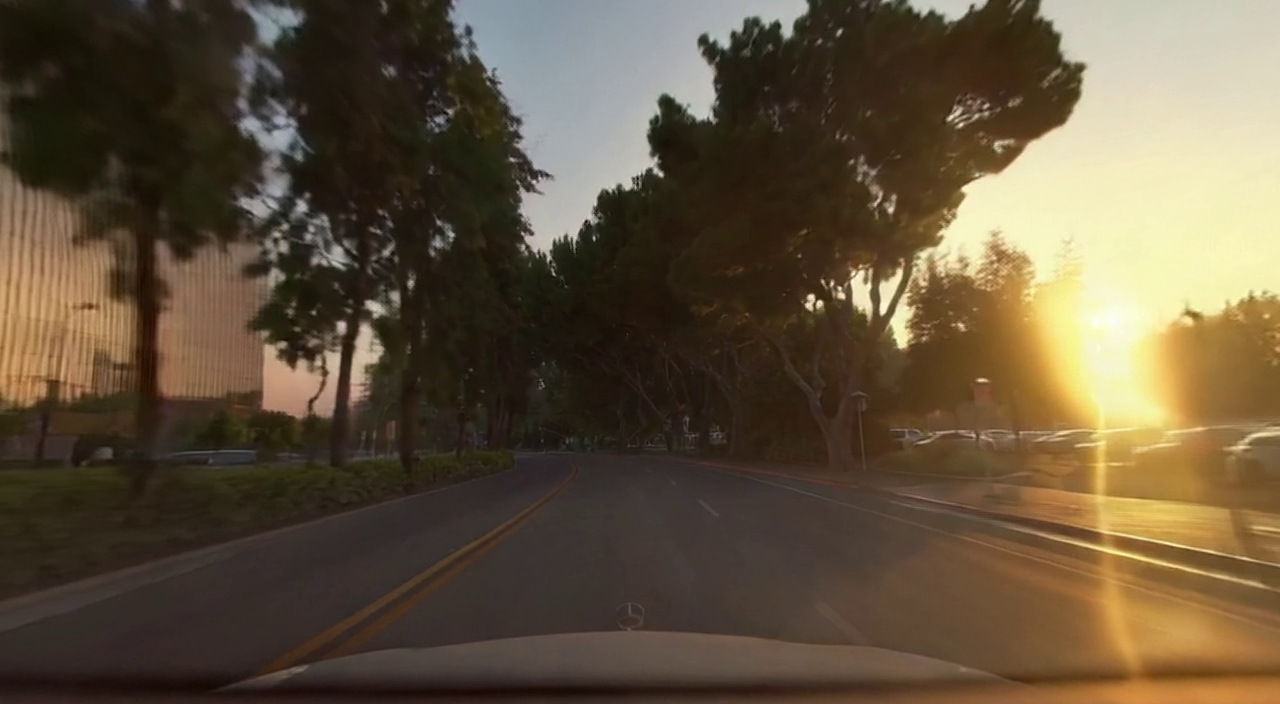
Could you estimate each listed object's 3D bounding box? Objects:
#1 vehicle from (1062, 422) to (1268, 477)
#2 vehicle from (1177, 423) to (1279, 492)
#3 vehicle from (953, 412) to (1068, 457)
[{"bbox_3d":[15.643,2.915,18.968,4.526,1.517,1.979,0,-9,-4],"label":"vehicle"},{"bbox_3d":[15.658,2.449,14.834,4.251,1.479,2.038,0,-9,-4],"label":"vehicle"},{"bbox_3d":[15.150,3.405,25.881,3.595,1.749,1.726,1,-9,-5],"label":"vehicle"}]
